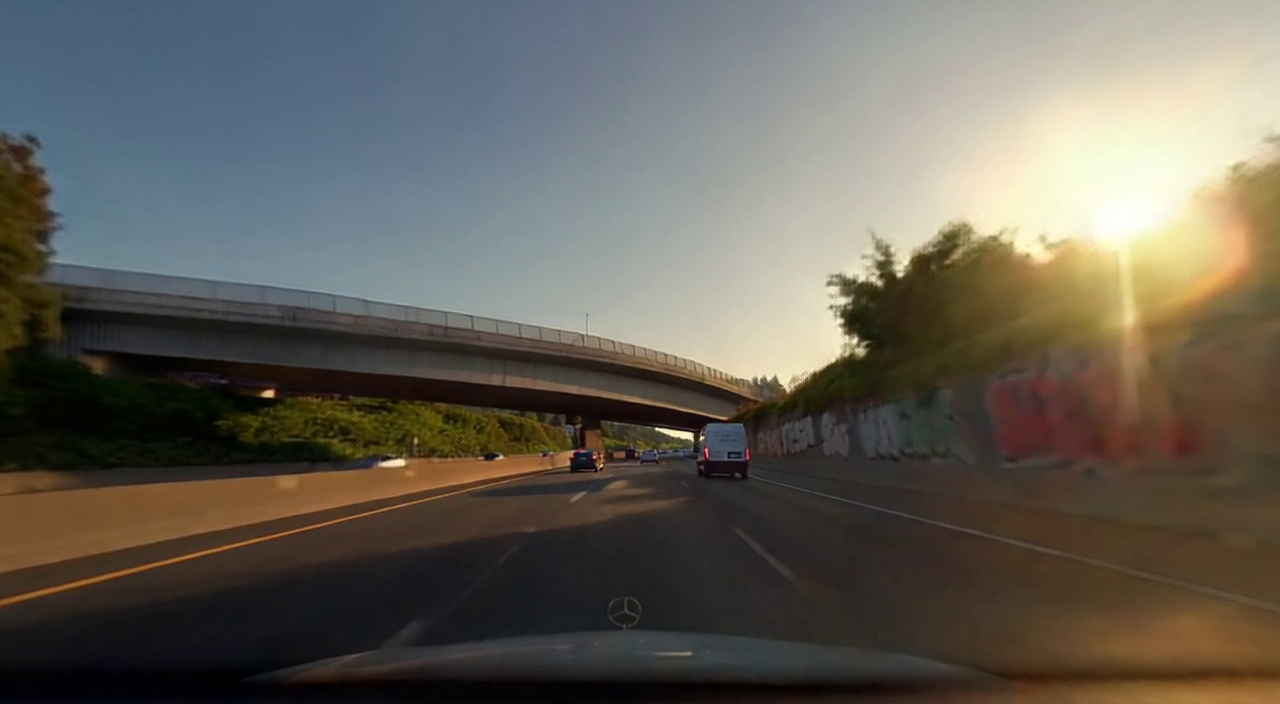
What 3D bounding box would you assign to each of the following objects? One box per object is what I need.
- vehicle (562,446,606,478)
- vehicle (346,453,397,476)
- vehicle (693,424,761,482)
[{"bbox_3d":[-3.029,6.079,35.057,1.964,1.618,4.489,0,-9,1],"label":"vehicle"},{"bbox_3d":[-19.927,8.333,46.923,1.900,1.559,3.935,0,-9,2],"label":"vehicle"},{"bbox_3d":[4.135,4.970,31.041,2.469,2.591,5.653,0,-9,-1],"label":"vehicle"}]
